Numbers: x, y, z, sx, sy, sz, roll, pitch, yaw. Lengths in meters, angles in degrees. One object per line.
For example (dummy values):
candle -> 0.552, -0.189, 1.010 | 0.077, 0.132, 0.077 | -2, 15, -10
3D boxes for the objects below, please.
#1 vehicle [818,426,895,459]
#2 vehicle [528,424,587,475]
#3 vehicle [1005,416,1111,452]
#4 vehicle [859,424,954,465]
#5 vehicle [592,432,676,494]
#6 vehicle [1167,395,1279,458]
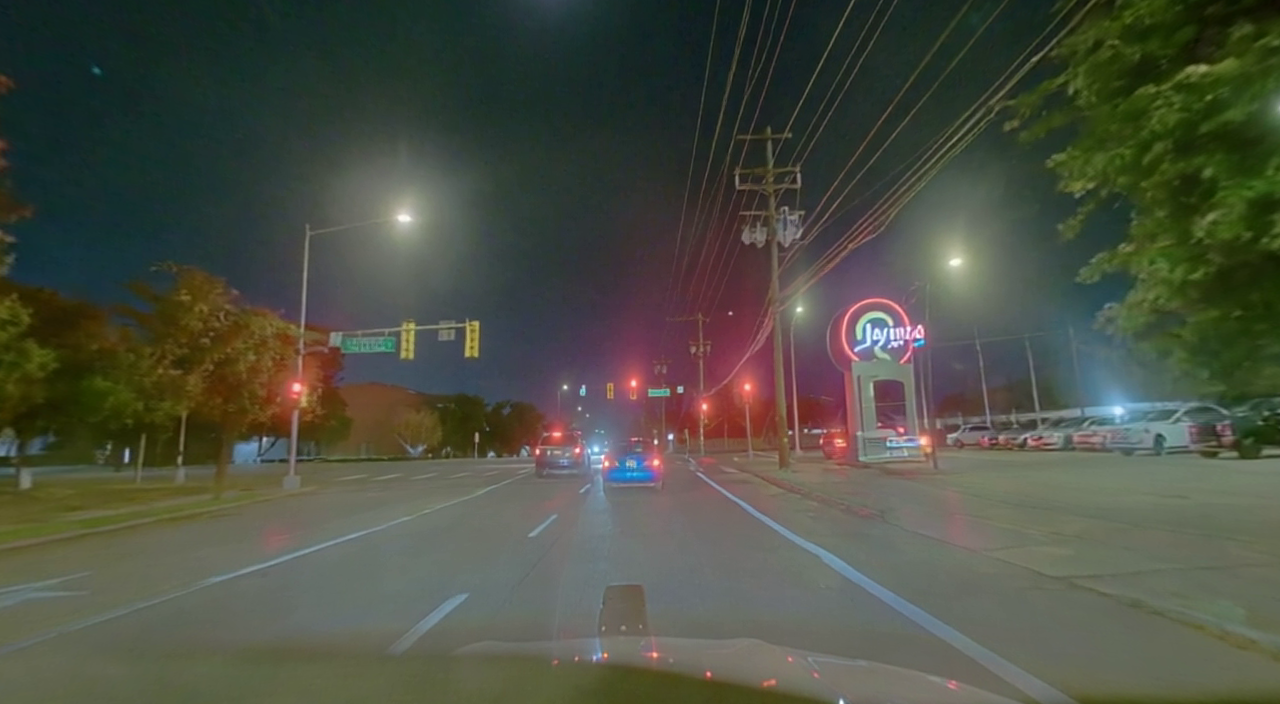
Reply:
vehicle -> 10.458, 4.441, 30.838 | 1.842, 1.471, 4.481 | 1, -8, -6
vehicle -> -3.236, 3.852, 25.077 | 2.106, 1.852, 4.512 | 1, -8, -6
vehicle -> 18.560, 3.662, 27.956 | 4.446, 1.511, 1.977 | 4, -10, -29
vehicle -> 10.356, 3.634, 24.873 | 1.888, 1.455, 4.268 | 0, -8, 0
vehicle -> -0.220, 3.044, 17.656 | 2.070, 1.481, 4.216 | 0, -8, -2
vehicle -> 18.537, 2.321, 19.281 | 4.206, 1.722, 2.100 | 4, -10, -28
